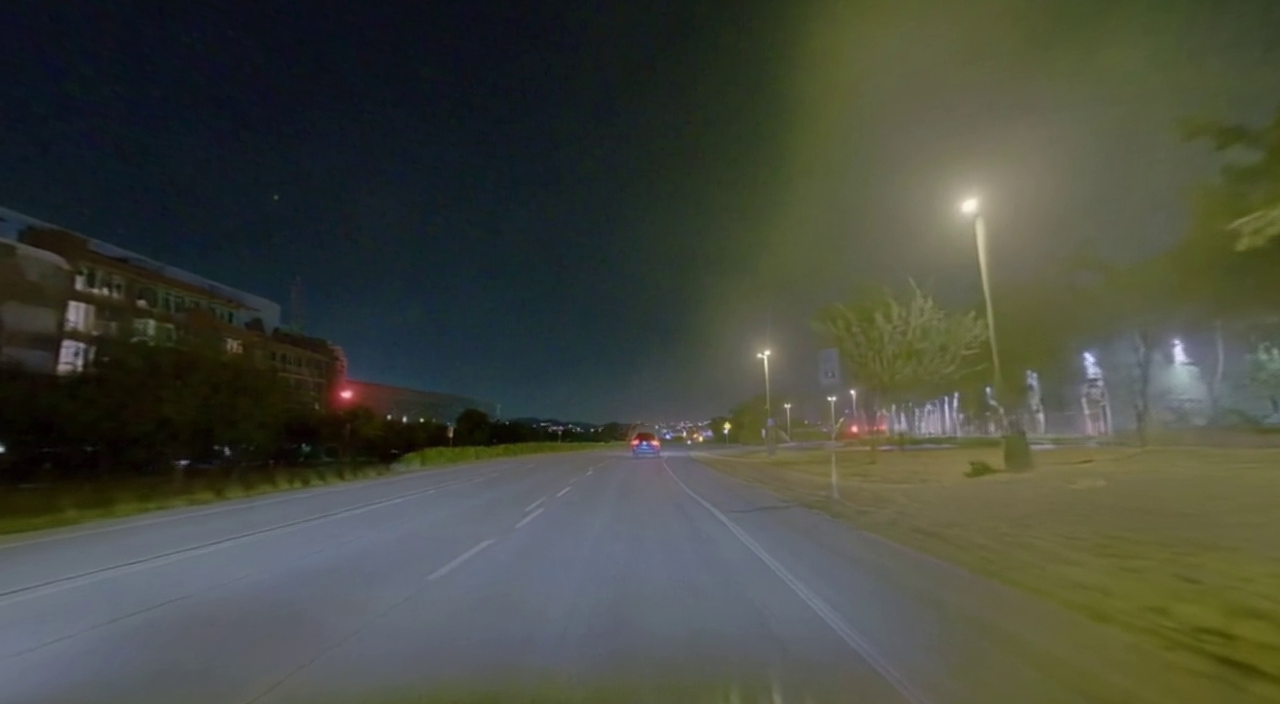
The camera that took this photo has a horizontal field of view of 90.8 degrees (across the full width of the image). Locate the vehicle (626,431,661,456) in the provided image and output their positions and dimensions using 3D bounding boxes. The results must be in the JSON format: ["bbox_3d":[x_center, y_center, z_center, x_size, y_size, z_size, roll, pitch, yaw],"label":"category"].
[{"bbox_3d":[0.325,6.862,47.299,2.370,1.781,4.440,-1,-9,4],"label":"vehicle"}]
